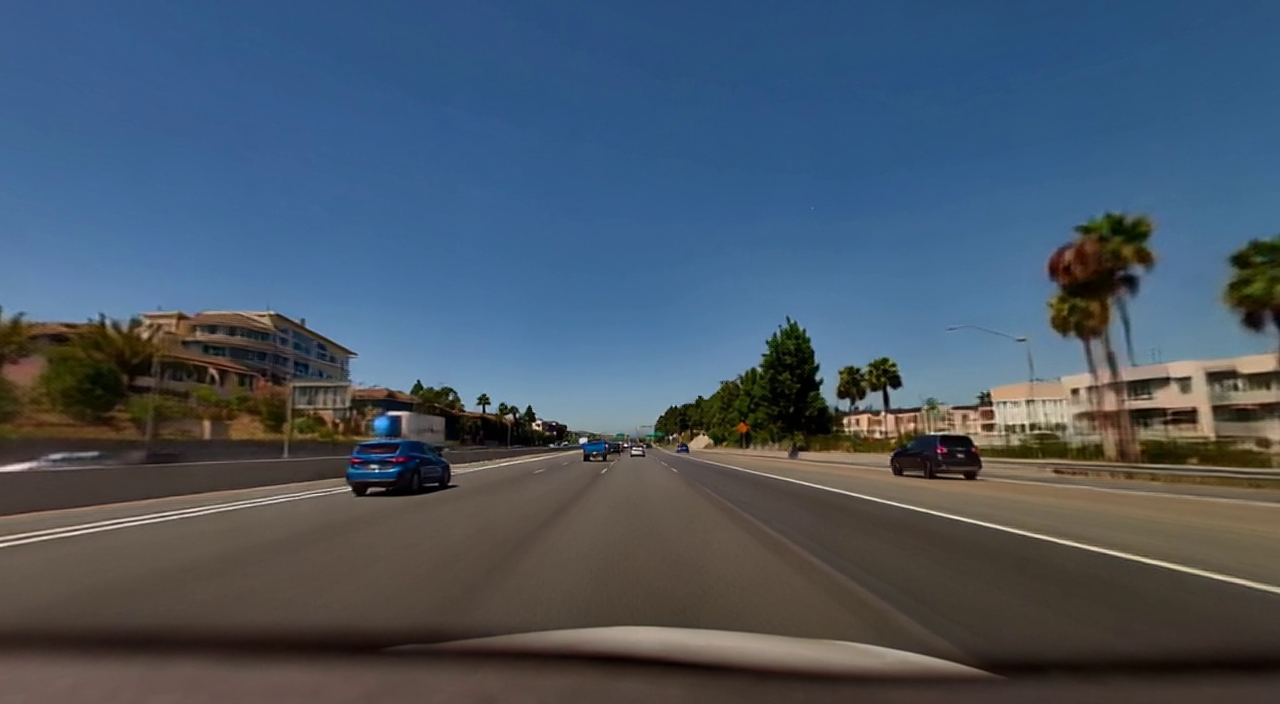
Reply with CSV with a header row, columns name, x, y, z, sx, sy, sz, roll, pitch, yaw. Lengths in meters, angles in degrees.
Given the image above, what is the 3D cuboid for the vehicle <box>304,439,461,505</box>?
name,x,y,z,sx,sy,sz,roll,pitch,yaw
vehicle,-6.535,3.100,16.811,2.018,1.480,4.999,0,-9,1

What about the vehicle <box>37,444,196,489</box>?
name,x,y,z,sx,sy,sz,roll,pitch,yaw
vehicle,-21.311,4.663,26.104,2.040,1.625,5.272,0,-9,0

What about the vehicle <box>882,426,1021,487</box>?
name,x,y,z,sx,sy,sz,roll,pitch,yaw
vehicle,10.115,3.450,21.017,2.168,1.792,4.457,0,-9,-3
